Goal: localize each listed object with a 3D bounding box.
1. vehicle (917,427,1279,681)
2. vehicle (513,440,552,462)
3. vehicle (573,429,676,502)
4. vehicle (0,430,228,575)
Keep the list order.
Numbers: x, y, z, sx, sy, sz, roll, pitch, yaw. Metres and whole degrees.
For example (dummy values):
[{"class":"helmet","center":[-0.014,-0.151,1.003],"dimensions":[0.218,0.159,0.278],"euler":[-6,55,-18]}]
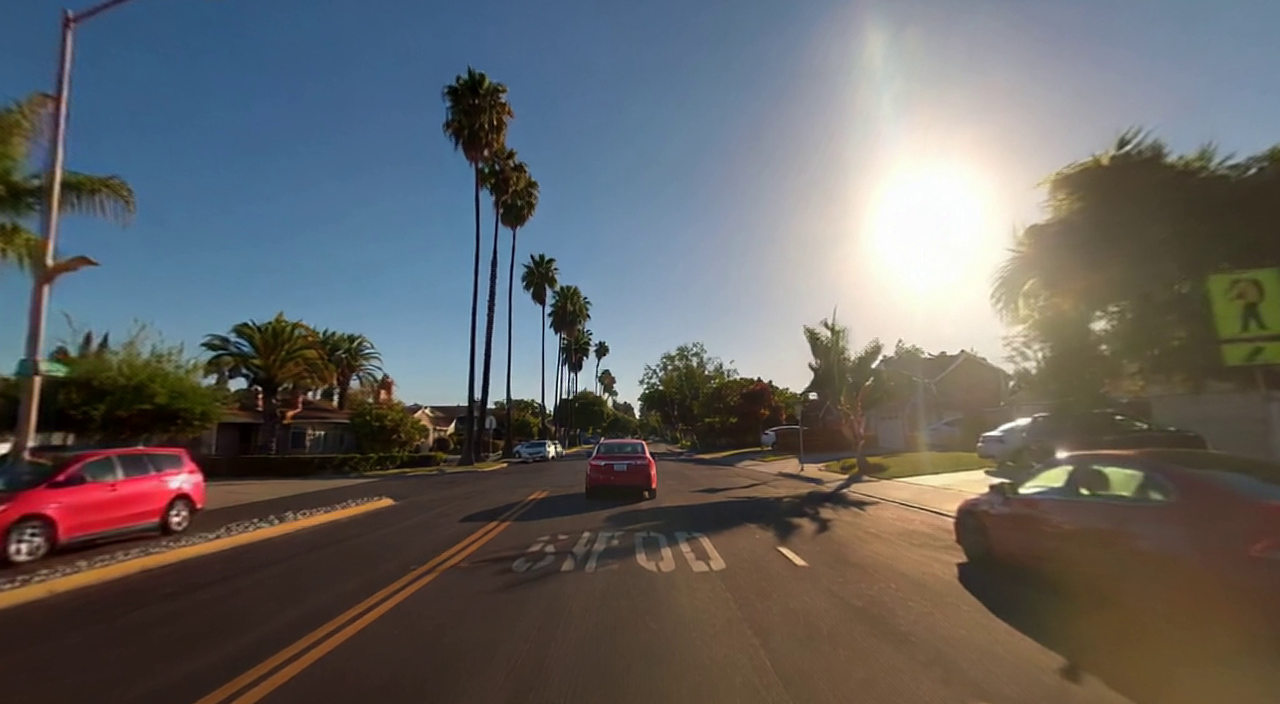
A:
[{"class":"vehicle","center":[4.809,1.532,5.923],"dimensions":[2.013,1.501,5.235],"euler":[0,-9,-1]},{"class":"vehicle","center":[-8.287,7.670,49.091],"dimensions":[2.069,1.441,4.368],"euler":[-3,-6,1]},{"class":"vehicle","center":[-0.369,2.630,15.008],"dimensions":[2.098,1.483,4.099],"euler":[0,-9,-2]},{"class":"vehicle","center":[-8.636,2.123,9.725],"dimensions":[1.945,1.666,4.107],"euler":[-3,-6,-1]}]
